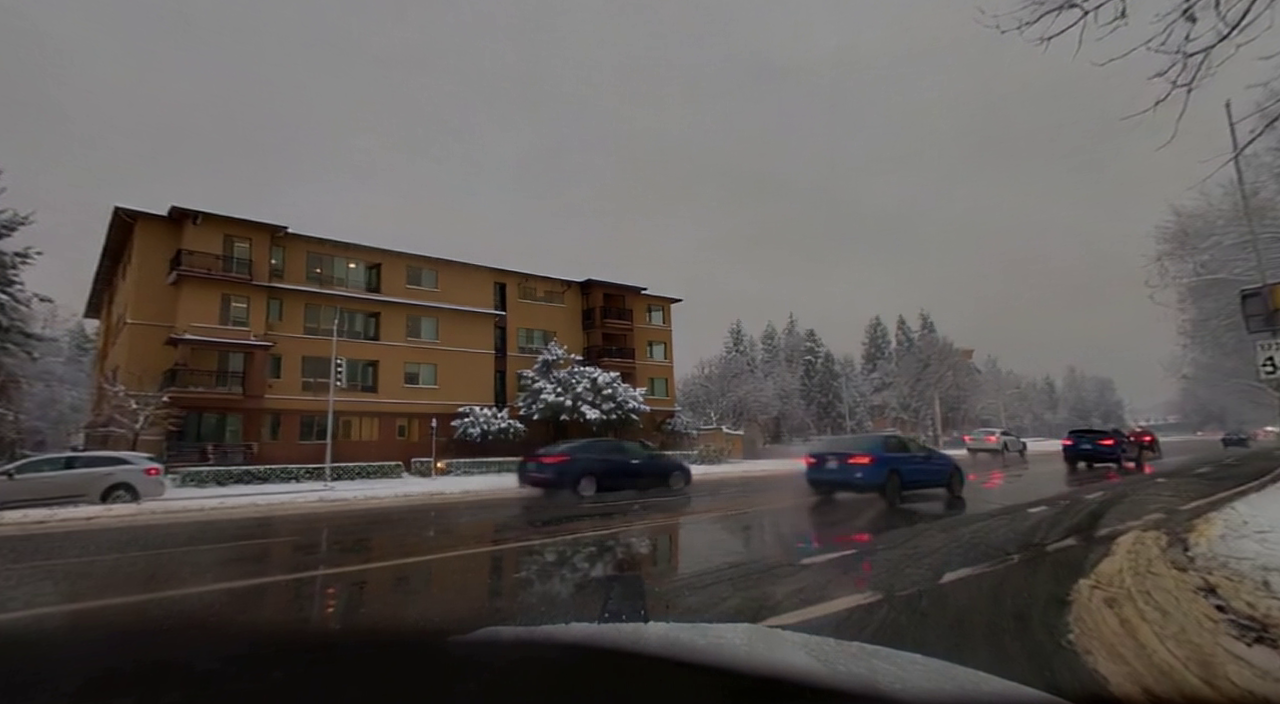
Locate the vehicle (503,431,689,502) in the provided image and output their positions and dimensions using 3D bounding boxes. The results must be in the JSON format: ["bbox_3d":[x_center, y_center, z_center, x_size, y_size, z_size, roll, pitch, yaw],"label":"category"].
[{"bbox_3d":[-1.066,3.035,17.185,4.846,1.662,1.989,7,-11,-42],"label":"vehicle"}]

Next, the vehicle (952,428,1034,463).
[{"bbox_3d":[20.793,5.477,36.991,5.994,1.898,2.264,7,-11,-41],"label":"vehicle"}]

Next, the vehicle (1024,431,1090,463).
[{"bbox_3d":[23.083,5.232,34.823,4.734,1.633,1.829,7,-11,-42],"label":"vehicle"}]

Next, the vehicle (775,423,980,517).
[{"bbox_3d":[5.299,2.467,13.756,4.783,1.652,2.199,8,-11,-42],"label":"vehicle"}]

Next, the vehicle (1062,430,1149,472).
[{"bbox_3d":[20.049,4.238,27.110,4.438,1.625,2.033,7,-11,-42],"label":"vehicle"}]

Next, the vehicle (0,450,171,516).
[{"bbox_3d":[-14.096,3.093,15.125,4.289,1.415,1.774,8,-13,-43],"label":"vehicle"}]
